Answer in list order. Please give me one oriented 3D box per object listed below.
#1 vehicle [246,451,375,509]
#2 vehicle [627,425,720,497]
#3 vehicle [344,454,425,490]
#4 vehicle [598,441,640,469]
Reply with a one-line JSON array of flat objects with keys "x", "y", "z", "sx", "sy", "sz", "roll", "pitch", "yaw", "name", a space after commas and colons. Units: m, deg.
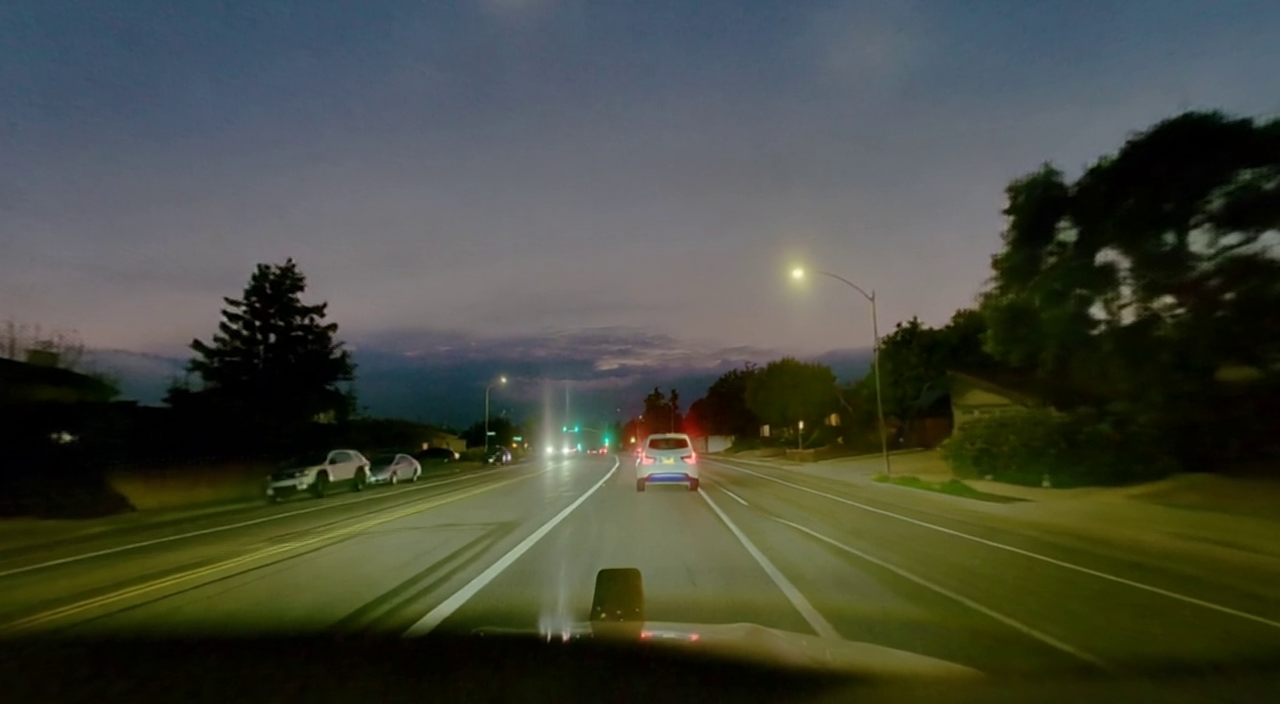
[{"x": -12.173, "y": 4.687, "z": 23.792, "sx": 2.150, "sy": 1.644, "sz": 5.120, "roll": -8, "pitch": -9, "yaw": -2, "name": "vehicle"}, {"x": 0.795, "y": 3.054, "z": 18.112, "sx": 2.200, "sy": 1.763, "sz": 4.676, "roll": 0, "pitch": -8, "yaw": -3, "name": "vehicle"}, {"x": -11.870, "y": 5.584, "z": 29.672, "sx": 1.831, "sy": 1.464, "sz": 4.520, "roll": 0, "pitch": -8, "yaw": 1, "name": "vehicle"}, {"x": -1.209, "y": 5.624, "z": 34.636, "sx": 2.196, "sy": 1.449, "sz": 4.006, "roll": 0, "pitch": -8, "yaw": -4, "name": "vehicle"}]
